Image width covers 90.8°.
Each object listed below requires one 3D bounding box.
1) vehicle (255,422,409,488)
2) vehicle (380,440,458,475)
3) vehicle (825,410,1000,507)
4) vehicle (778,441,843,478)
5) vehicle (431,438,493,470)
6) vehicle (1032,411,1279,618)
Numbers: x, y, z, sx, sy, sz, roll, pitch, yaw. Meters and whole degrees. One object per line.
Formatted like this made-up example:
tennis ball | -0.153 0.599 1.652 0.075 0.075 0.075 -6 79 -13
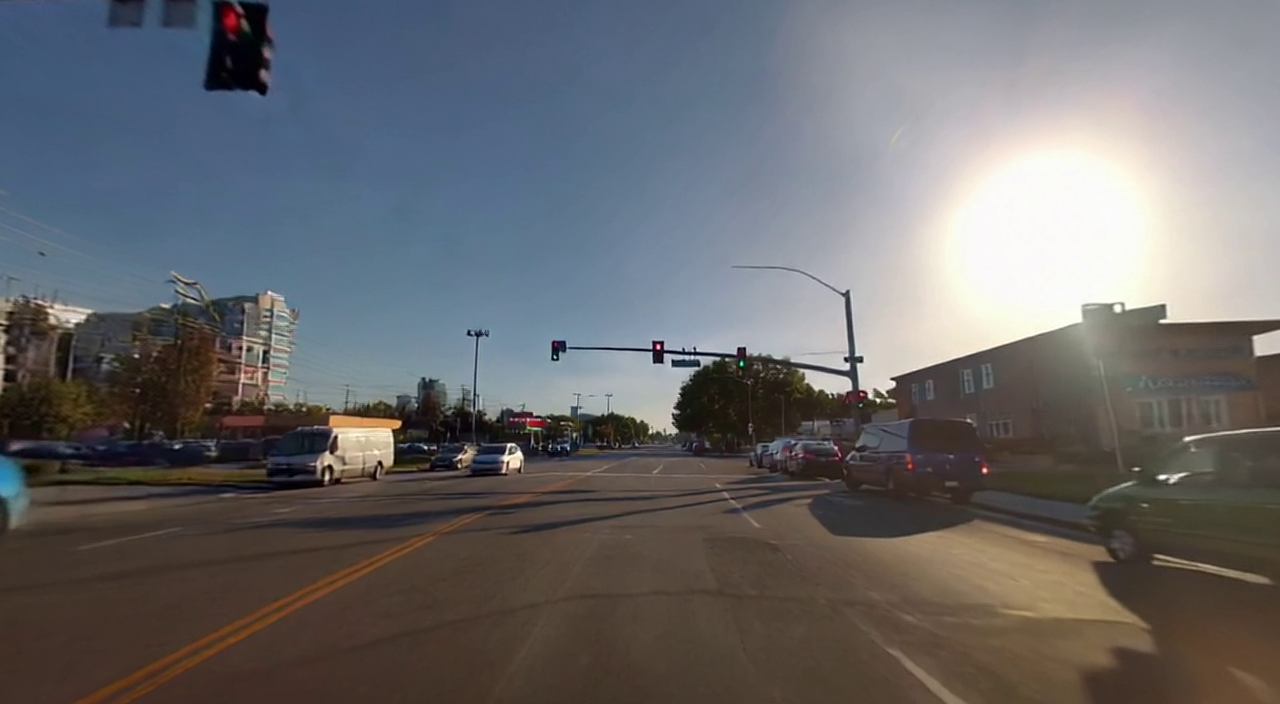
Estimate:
vehicle | -10.422 3.566 22.098 2.214 1.994 5.721 -1 -9 3
vehicle | -10.058 4.819 29.136 1.785 1.478 4.329 -1 -9 4
vehicle | 6.822 2.775 16.831 2.181 2.103 6.044 -1 -9 3
vehicle | 7.175 4.548 27.016 1.738 1.436 4.232 0 -9 2
vehicle | -9.807 5.644 35.251 1.954 1.652 4.440 -1 -9 3
vehicle | 6.384 1.476 6.054 1.995 1.720 5.067 0 -9 0
